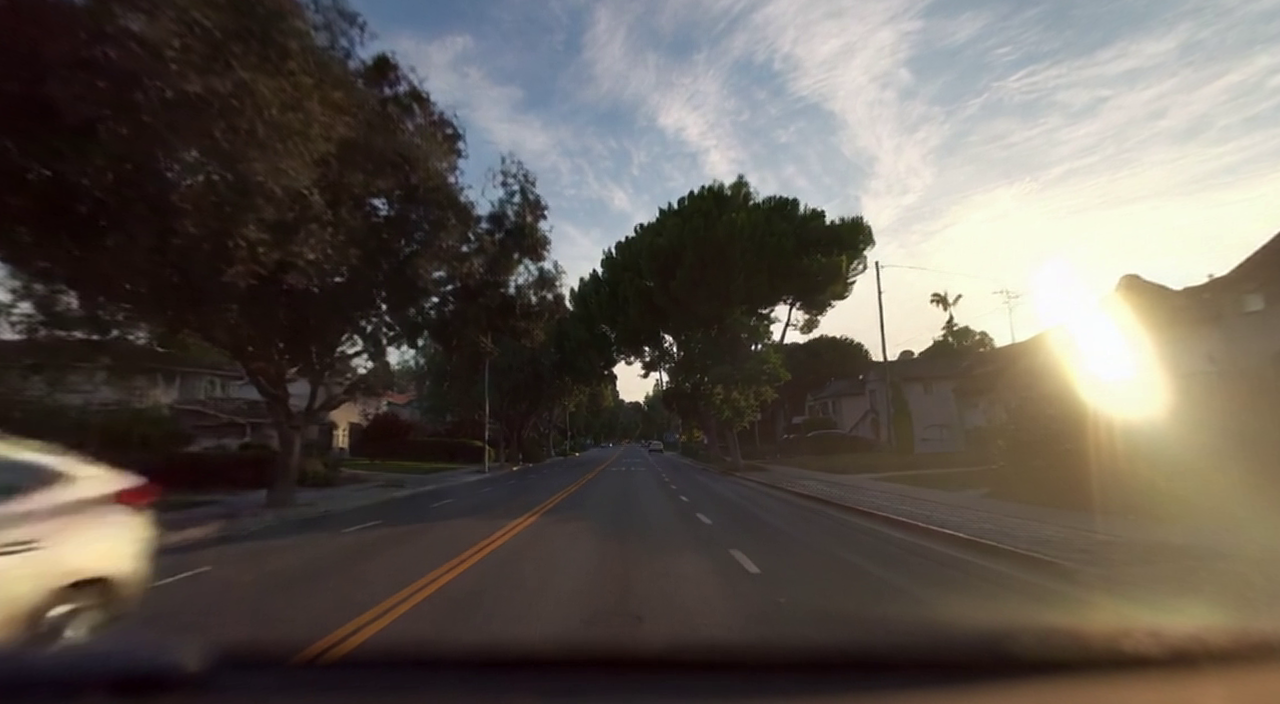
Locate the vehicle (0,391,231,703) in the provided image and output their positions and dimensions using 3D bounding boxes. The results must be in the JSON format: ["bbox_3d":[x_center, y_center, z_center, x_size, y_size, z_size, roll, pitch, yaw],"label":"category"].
[{"bbox_3d":[-3.844,0.893,1.957,2.208,1.663,4.326,0,-9,0],"label":"vehicle"}]
